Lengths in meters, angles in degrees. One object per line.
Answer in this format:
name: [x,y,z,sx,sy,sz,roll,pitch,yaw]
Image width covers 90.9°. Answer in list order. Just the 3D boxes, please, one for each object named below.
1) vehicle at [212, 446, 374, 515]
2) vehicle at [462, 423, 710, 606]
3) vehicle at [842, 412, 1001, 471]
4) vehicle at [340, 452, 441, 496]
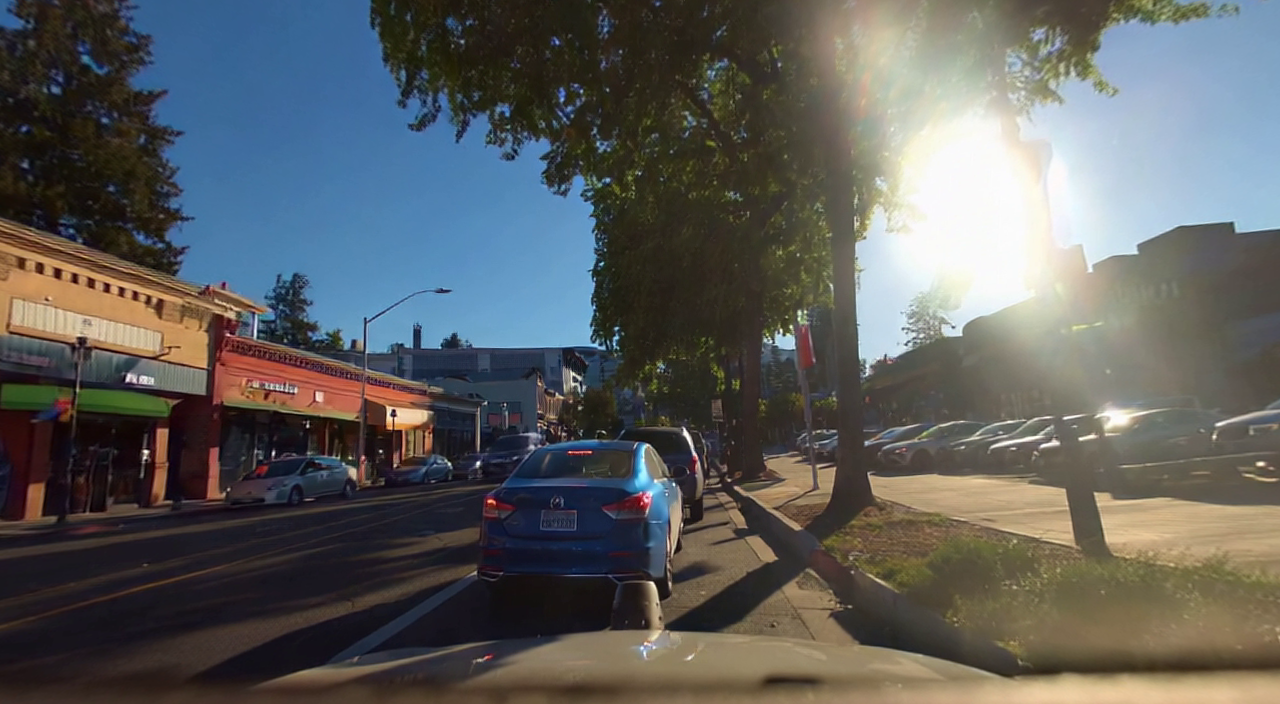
vehicle: [-11.005,4.065,20.585,2.081,1.718,5.342,-6,-9,3]
vehicle: [-0.271,1.636,7.290,1.939,1.478,3.922,-2,-8,9]
vehicle: [9.013,2.831,20.216,4.558,1.528,1.915,0,-8,-23]
vehicle: [-10.255,5.029,26.276,1.826,1.432,4.556,-7,-9,8]
